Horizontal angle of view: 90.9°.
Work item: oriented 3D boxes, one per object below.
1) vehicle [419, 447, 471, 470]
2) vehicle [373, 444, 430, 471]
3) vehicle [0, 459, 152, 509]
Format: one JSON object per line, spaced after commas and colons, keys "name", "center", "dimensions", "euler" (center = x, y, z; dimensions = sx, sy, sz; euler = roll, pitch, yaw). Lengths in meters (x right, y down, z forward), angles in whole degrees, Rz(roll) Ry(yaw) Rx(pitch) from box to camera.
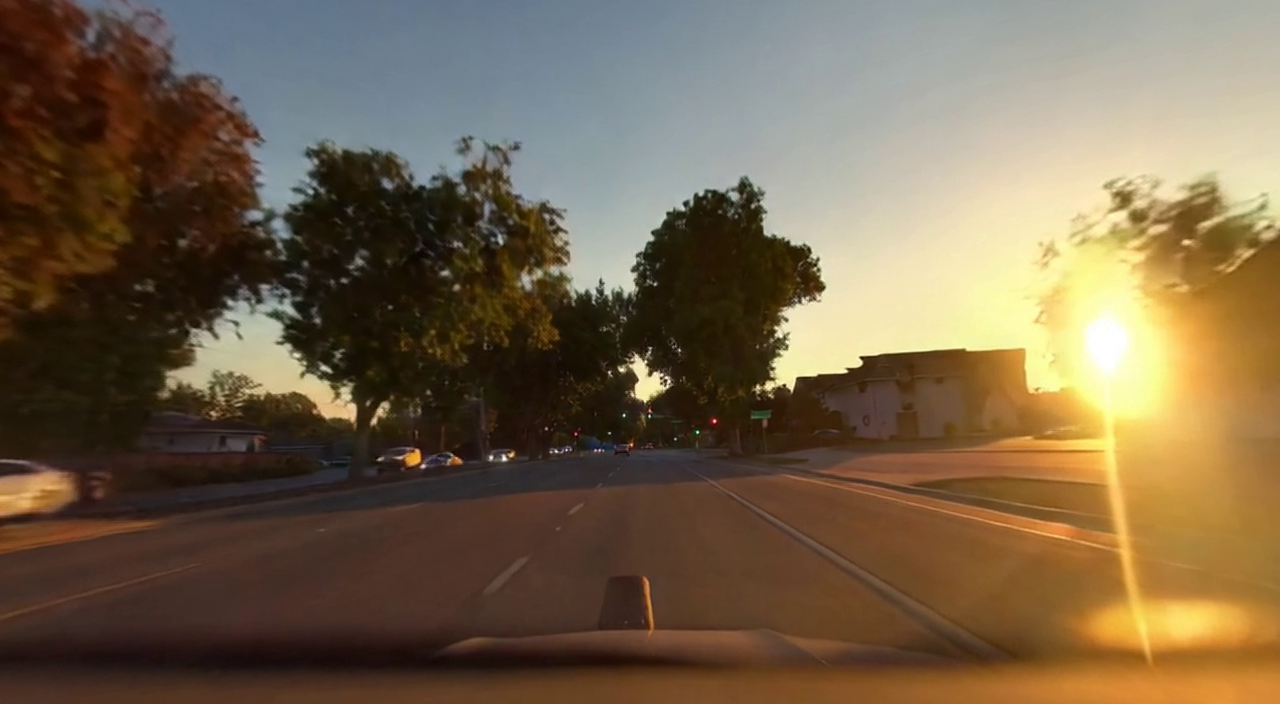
{"name": "vehicle", "center": [-13.079, 7.145, 42.610], "dimensions": [1.954, 1.457, 4.516], "euler": [-1, -9, 2]}
{"name": "vehicle", "center": [-16.707, 7.410, 44.480], "dimensions": [2.072, 1.727, 4.786], "euler": [0, -9, 1]}
{"name": "vehicle", "center": [-20.856, 4.731, 23.051], "dimensions": [2.062, 1.504, 4.877], "euler": [0, -9, 0]}
